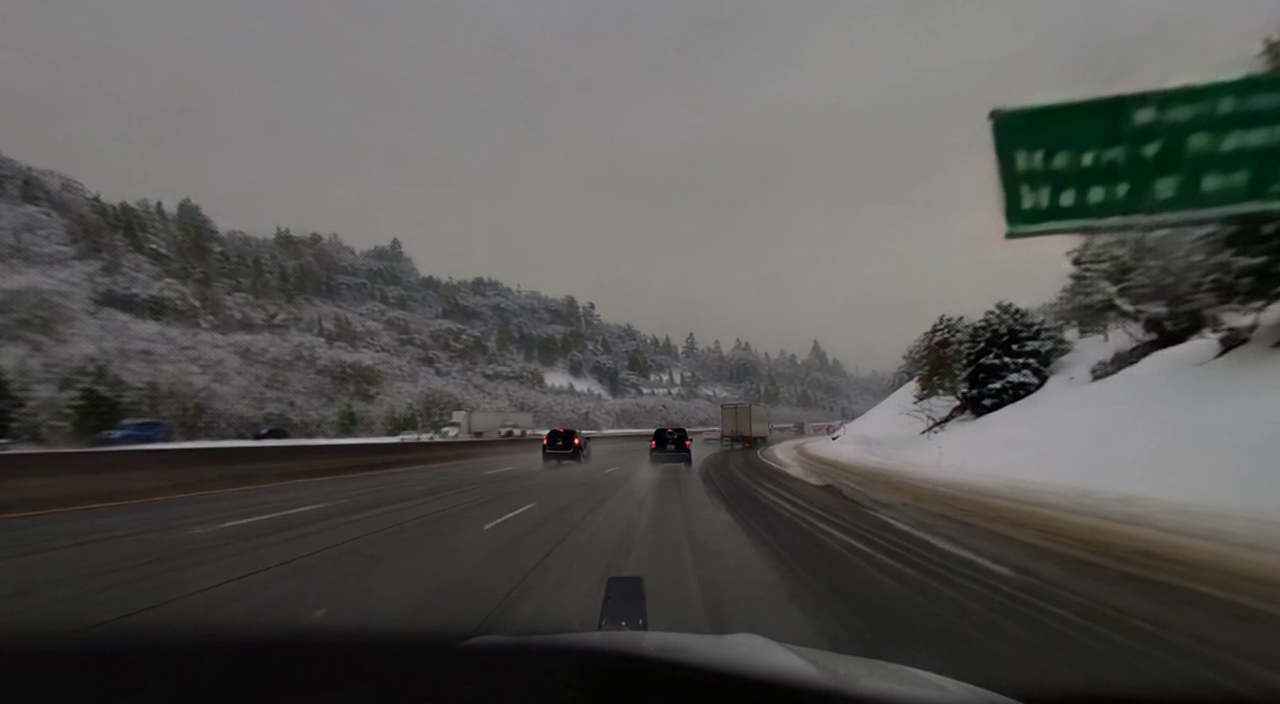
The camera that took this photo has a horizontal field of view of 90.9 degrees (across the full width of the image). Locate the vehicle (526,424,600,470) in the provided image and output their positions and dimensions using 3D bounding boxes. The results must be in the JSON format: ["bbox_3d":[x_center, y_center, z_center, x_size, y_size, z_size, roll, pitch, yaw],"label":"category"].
[{"bbox_3d":[-3.005,3.854,25.705,2.077,1.712,4.406,-1,-8,5],"label":"vehicle"}]

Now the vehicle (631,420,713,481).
[{"bbox_3d":[1.121,3.321,21.414,2.484,1.820,4.497,-1,-8,4],"label":"vehicle"}]
